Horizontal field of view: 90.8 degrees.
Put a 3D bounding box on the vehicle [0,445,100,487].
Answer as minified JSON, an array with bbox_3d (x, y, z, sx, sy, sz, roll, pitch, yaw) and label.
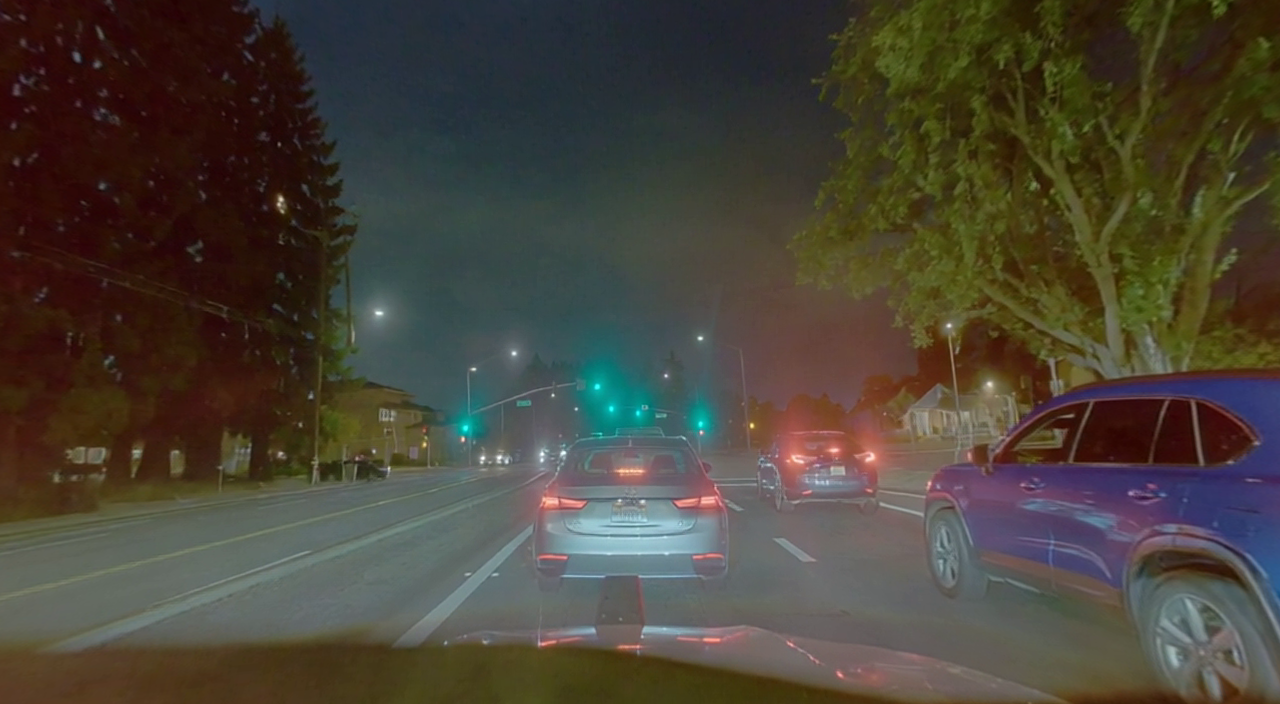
[{"bbox_3d":[-22.579,4.161,23.110,4.092,1.438,1.639,-1,-8,1],"label":"vehicle"}]

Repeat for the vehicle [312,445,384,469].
[{"bbox_3d":[-19.889,7.164,43.208,3.957,1.630,1.881,0,-8,0],"label":"vehicle"}]

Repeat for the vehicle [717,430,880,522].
[{"bbox_3d":[2.951,2.422,12.932,1.971,1.517,4.521,0,-8,-3],"label":"vehicle"}]

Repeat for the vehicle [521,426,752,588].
[{"bbox_3d":[-0.085,1.774,8.120,2.186,1.500,4.141,0,-8,-1],"label":"vehicle"}]

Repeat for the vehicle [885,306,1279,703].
[{"bbox_3d":[3.361,0.932,3.780,2.006,1.766,4.345,0,-8,0],"label":"vehicle"}]
